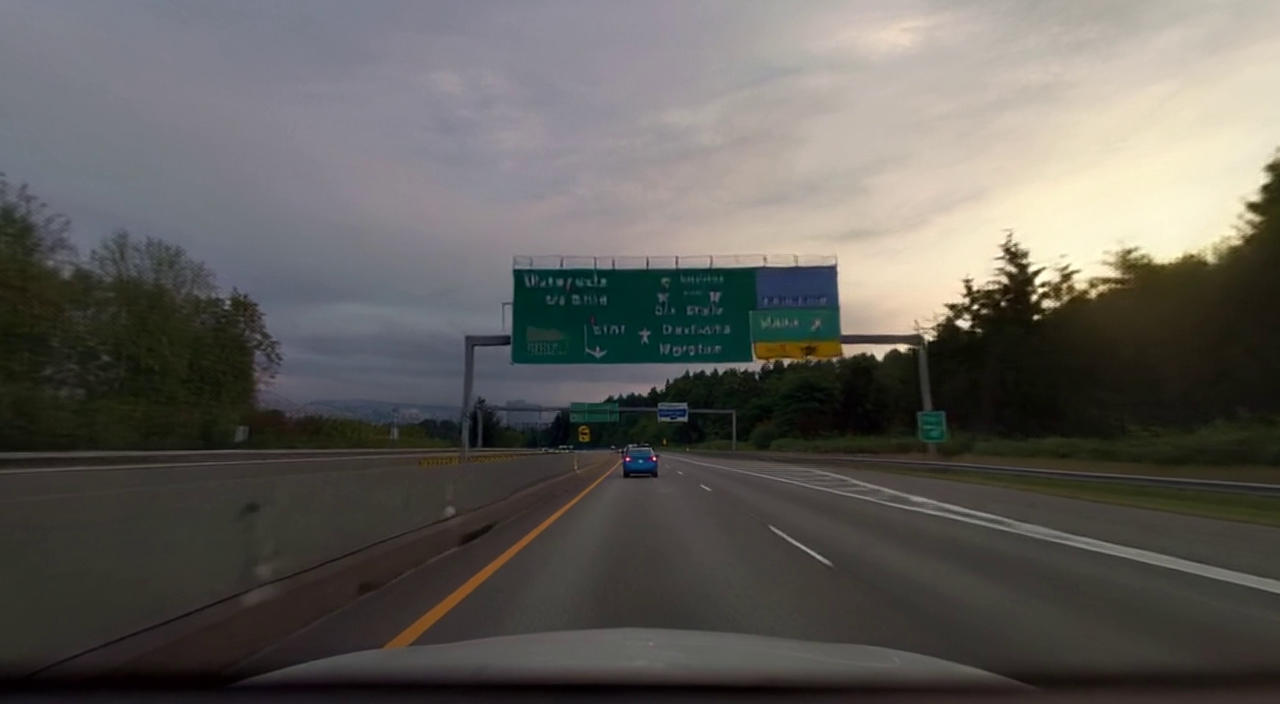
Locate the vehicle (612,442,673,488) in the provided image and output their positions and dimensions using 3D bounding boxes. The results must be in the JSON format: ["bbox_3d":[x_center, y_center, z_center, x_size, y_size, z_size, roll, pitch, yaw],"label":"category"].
[{"bbox_3d":[0.075,4.147,23.407,2.069,1.523,4.012,0,-9,-1],"label":"vehicle"}]
